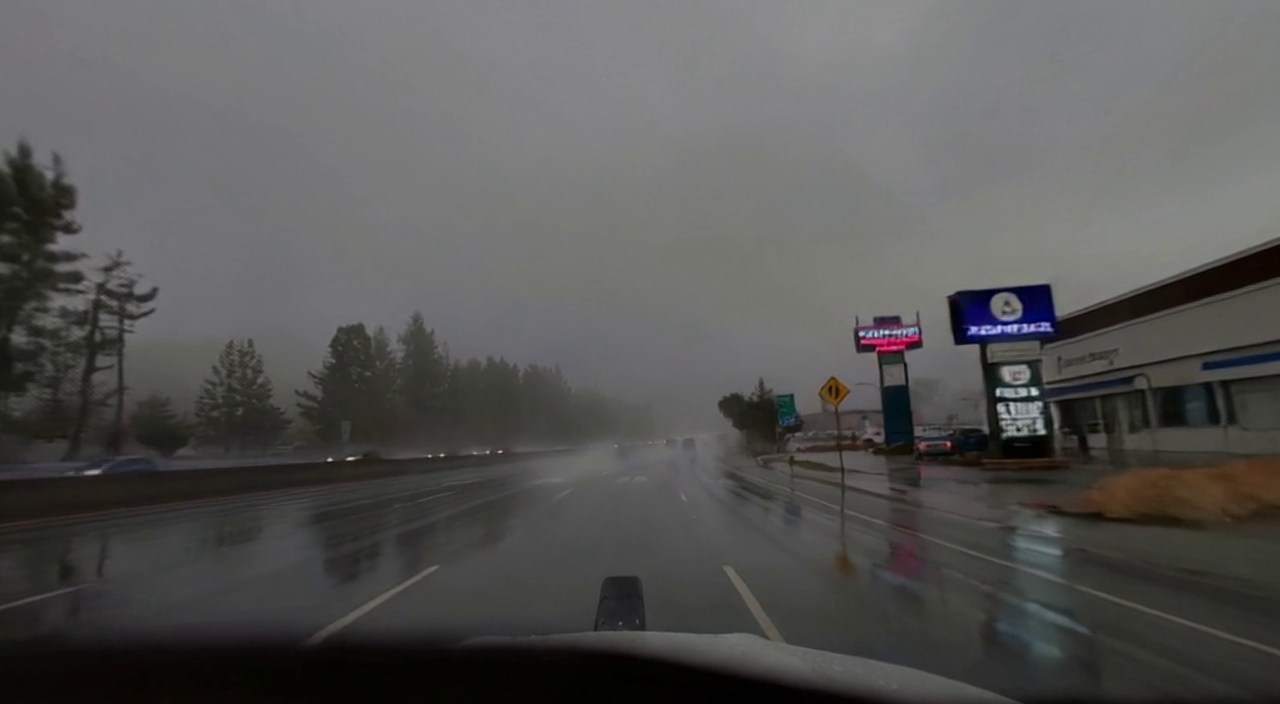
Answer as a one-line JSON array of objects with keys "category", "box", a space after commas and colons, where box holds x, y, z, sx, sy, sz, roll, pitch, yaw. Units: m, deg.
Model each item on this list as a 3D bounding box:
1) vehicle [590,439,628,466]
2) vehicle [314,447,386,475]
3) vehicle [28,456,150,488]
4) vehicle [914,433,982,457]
[{"category": "vehicle", "box": [-2.091, 6.955, 44.013, 2.139, 1.782, 4.079, -1, -9, 5]}, {"category": "vehicle", "box": [-17.882, 6.705, 39.200, 1.972, 1.610, 4.607, -1, -9, 4]}, {"category": "vehicle", "box": [-28.731, 6.243, 33.178, 1.931, 1.452, 4.774, 0, -9, 3]}, {"category": "vehicle", "box": [22.907, 6.928, 46.969, 4.317, 1.504, 1.884, -7, -9, 29]}]
